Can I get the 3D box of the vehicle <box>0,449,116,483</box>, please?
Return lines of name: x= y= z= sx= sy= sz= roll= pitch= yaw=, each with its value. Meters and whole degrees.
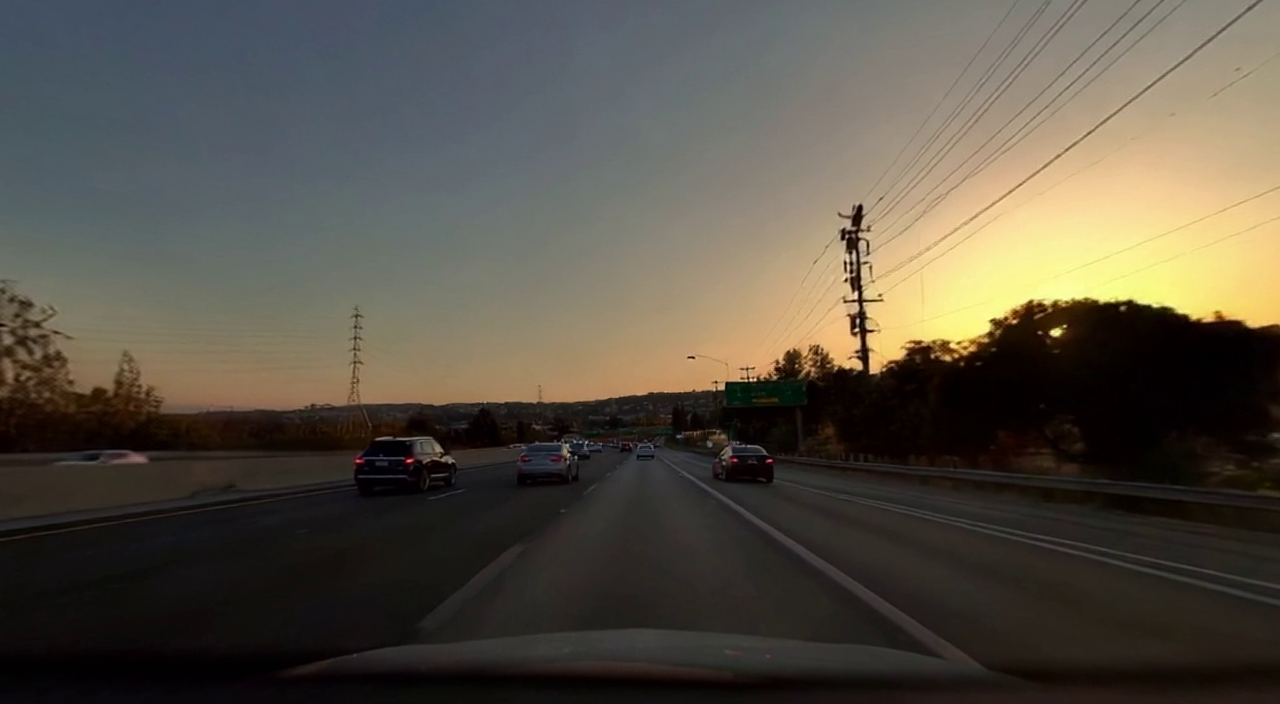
vehicle: x=-29.056 y=5.628 z=31.532 sx=1.822 sy=1.516 sz=4.466 roll=0 pitch=-8 yaw=1

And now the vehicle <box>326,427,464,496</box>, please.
vehicle: x=-7.204 y=3.270 z=19.241 sx=2.162 sy=1.805 sz=4.853 roll=0 pitch=-8 yaw=1

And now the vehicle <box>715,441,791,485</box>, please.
vehicle: x=4.139 y=4.123 z=23.771 sx=1.964 sy=1.479 sz=4.252 roll=0 pitch=-8 yaw=-1

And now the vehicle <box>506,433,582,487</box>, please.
vehicle: x=-3.225 y=3.712 z=21.983 sx=1.961 sy=1.704 sz=4.052 roll=0 pitch=-8 yaw=1
